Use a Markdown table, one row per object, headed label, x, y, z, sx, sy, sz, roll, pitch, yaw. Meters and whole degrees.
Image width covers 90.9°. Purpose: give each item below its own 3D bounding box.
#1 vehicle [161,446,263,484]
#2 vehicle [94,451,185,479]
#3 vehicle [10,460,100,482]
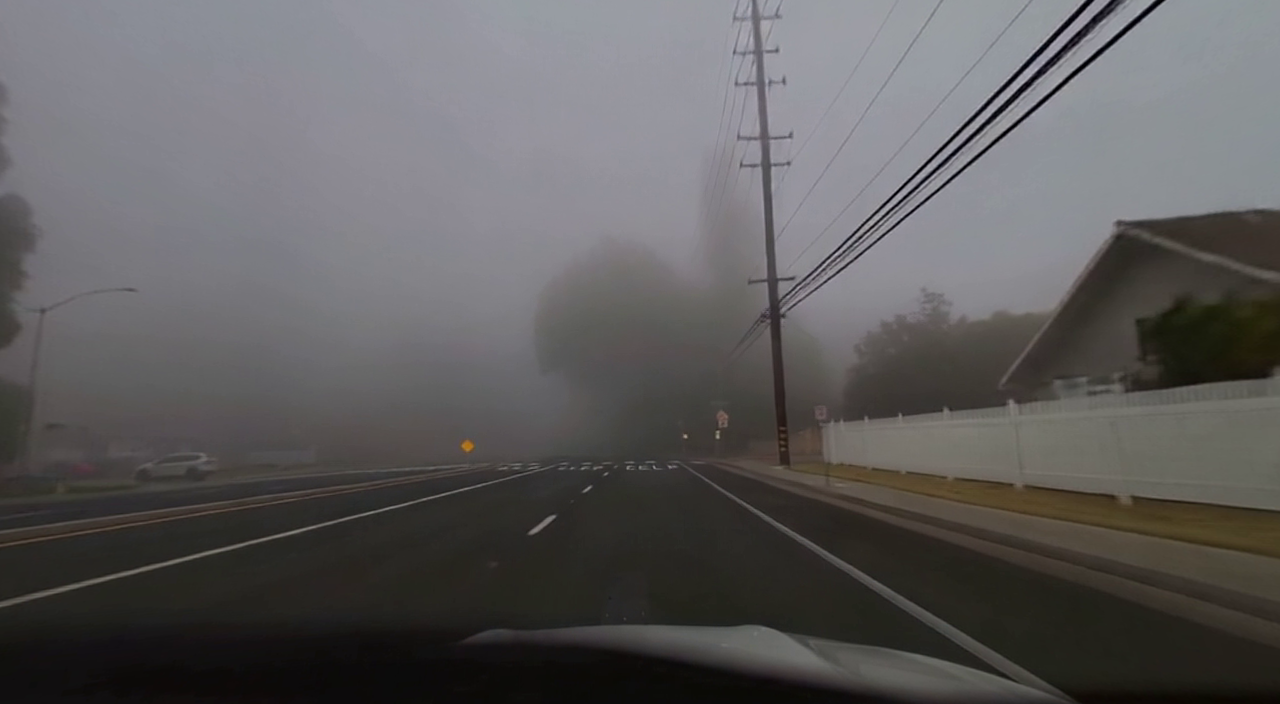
| label | x | y | z | sx | sy | sz | roll | pitch | yaw |
| --- | --- | --- | --- | --- | --- | --- | --- | --- | --- |
| vehicle | -24.127 | 6.328 | 35.544 | 5.246 | 1.961 | 2.280 | -4 | -9 | 25 |
| vehicle | -37.448 | 8.419 | 47.293 | 4.728 | 1.955 | 2.198 | 2 | -8 | -12 |
| vehicle | -42.635 | 8.680 | 46.053 | 4.454 | 1.443 | 1.736 | 2 | -8 | -12 |
